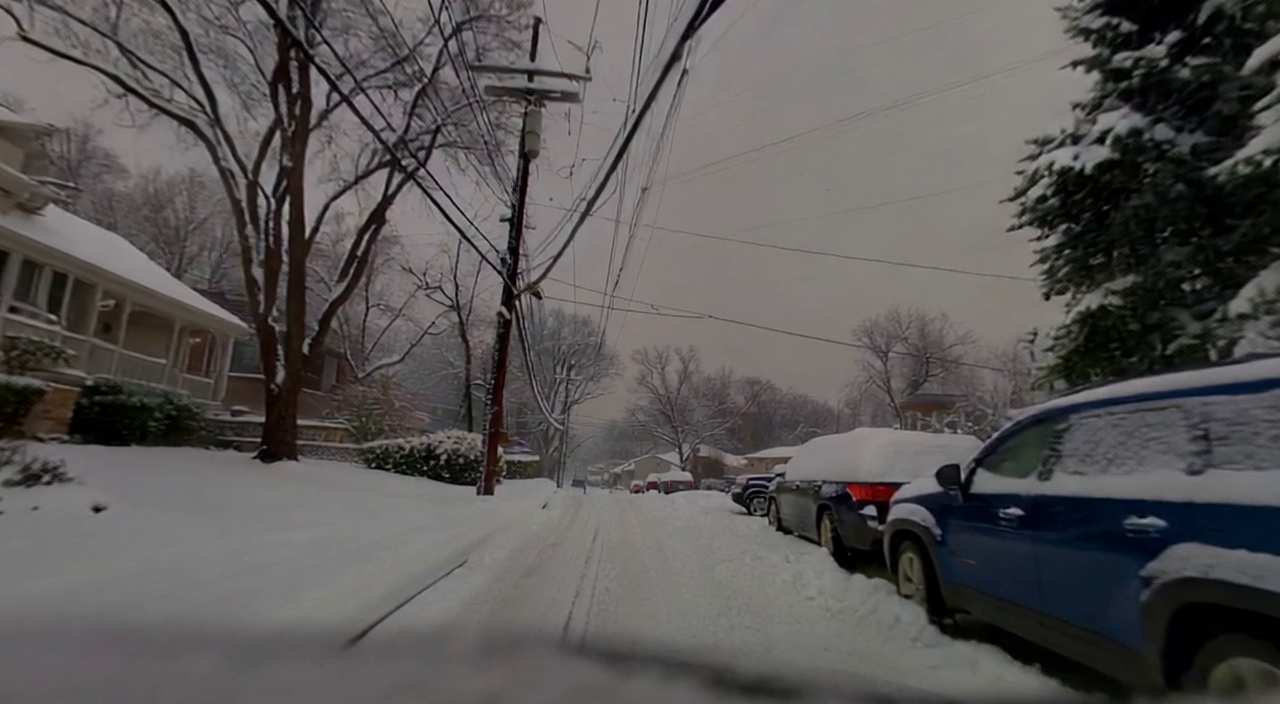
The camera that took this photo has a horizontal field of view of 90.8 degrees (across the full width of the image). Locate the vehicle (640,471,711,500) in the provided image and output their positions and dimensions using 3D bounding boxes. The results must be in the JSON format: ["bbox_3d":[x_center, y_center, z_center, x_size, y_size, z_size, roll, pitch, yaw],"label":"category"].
[{"bbox_3d":[2.352,8.877,42.275,4.413,1.728,1.869,1,-9,-10],"label":"vehicle"}]

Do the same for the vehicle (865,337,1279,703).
[{"bbox_3d":[3.199,1.016,3.287,2.076,1.780,4.959,0,-9,-2],"label":"vehicle"}]
